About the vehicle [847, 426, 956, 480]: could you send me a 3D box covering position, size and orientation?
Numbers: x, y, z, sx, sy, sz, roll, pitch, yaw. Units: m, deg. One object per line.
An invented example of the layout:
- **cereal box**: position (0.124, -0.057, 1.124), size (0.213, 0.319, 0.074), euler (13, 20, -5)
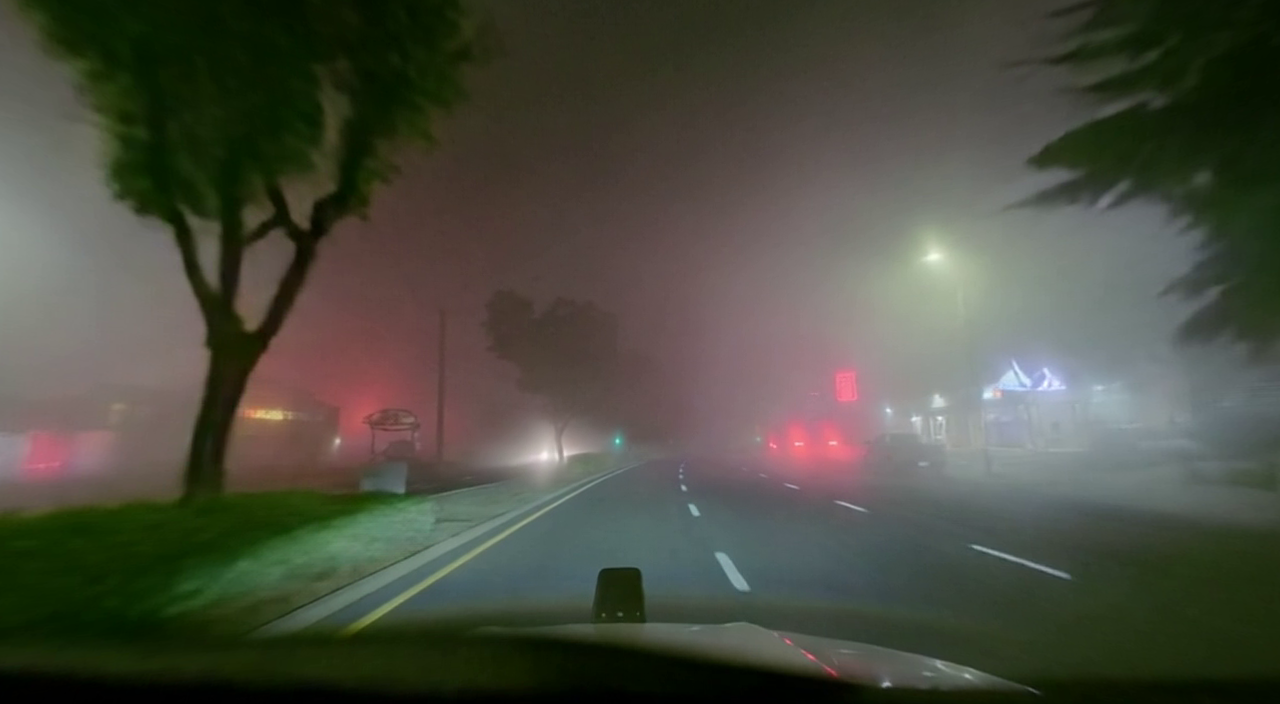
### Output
- **vehicle**: position (10.419, 4.092, 25.806), size (2.200, 1.944, 5.935), euler (0, -8, 3)
